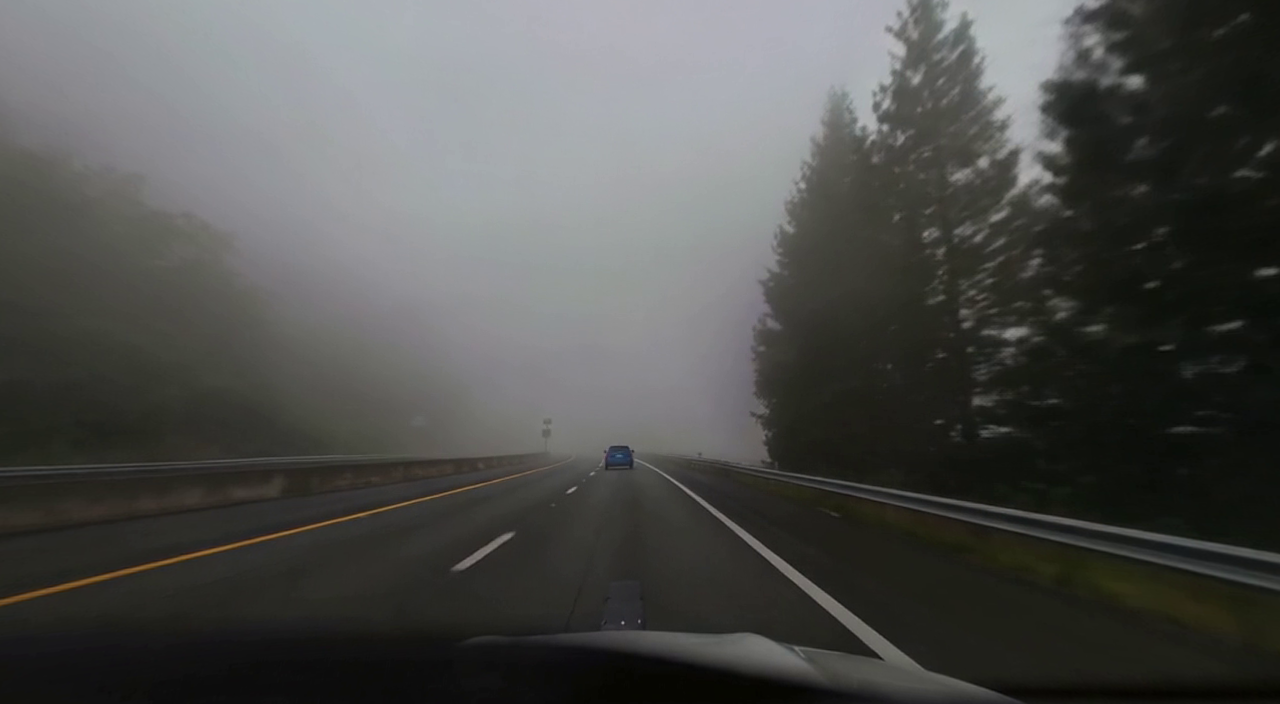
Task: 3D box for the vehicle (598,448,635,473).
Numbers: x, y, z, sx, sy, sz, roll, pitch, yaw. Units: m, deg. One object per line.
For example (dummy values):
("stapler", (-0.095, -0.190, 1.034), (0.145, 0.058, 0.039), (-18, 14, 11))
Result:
("vehicle", (-1.380, 6.543, 38.309), (2.126, 1.411, 4.433), (0, -9, 0))
